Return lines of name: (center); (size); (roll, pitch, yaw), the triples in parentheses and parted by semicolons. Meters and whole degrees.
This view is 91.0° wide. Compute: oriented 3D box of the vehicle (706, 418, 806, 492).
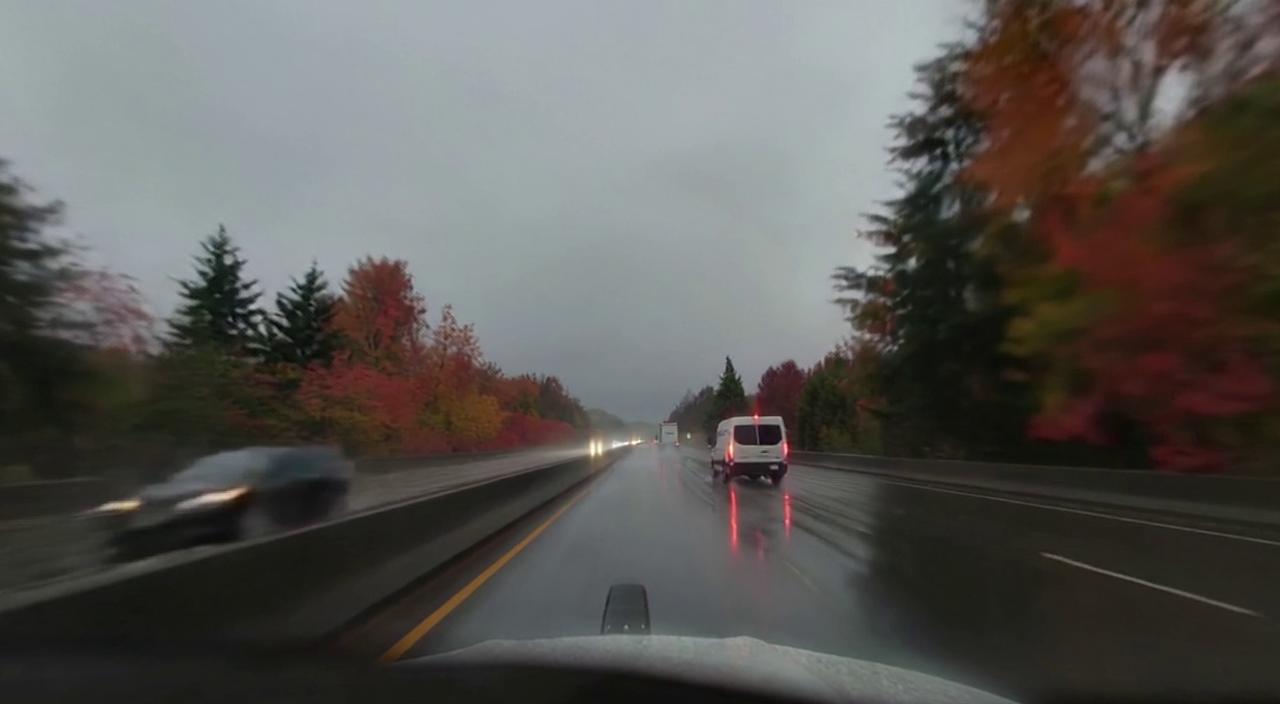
vehicle: (3.633, 3.360, 20.846); (2.291, 2.112, 5.052); (0, -8, 0)

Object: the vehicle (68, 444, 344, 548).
vehicle: (-7.474, 2.450, 11.550); (1.872, 1.518, 4.401); (0, -8, 1)
